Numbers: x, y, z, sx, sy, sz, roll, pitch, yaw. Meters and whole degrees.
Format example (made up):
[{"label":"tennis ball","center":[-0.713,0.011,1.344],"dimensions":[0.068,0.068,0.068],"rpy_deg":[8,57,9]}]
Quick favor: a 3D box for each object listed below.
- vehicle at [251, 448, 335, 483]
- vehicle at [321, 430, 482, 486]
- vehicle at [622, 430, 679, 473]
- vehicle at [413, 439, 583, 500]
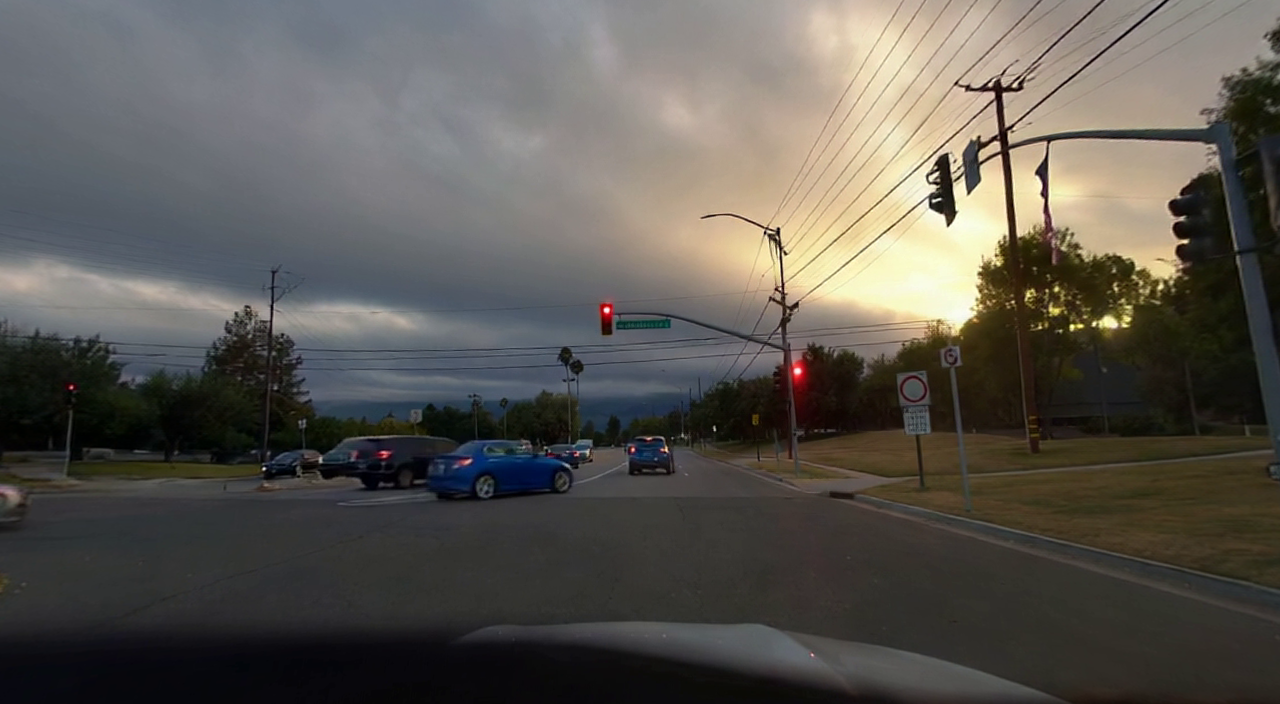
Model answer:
[{"label":"vehicle","center":[-17.099,5.616,31.180],"dimensions":[1.942,1.477,3.957],"rpy_deg":[-4,-9,0]},{"label":"vehicle","center":[-8.279,3.707,22.281],"dimensions":[1.929,1.750,5.044],"rpy_deg":[-7,-11,35]},{"label":"vehicle","center":[0.675,5.142,32.692],"dimensions":[2.137,1.986,5.930],"rpy_deg":[-2,-9,9]},{"label":"vehicle","center":[-3.832,3.232,17.817],"dimensions":[2.019,1.455,4.529],"rpy_deg":[-6,-10,33]}]
